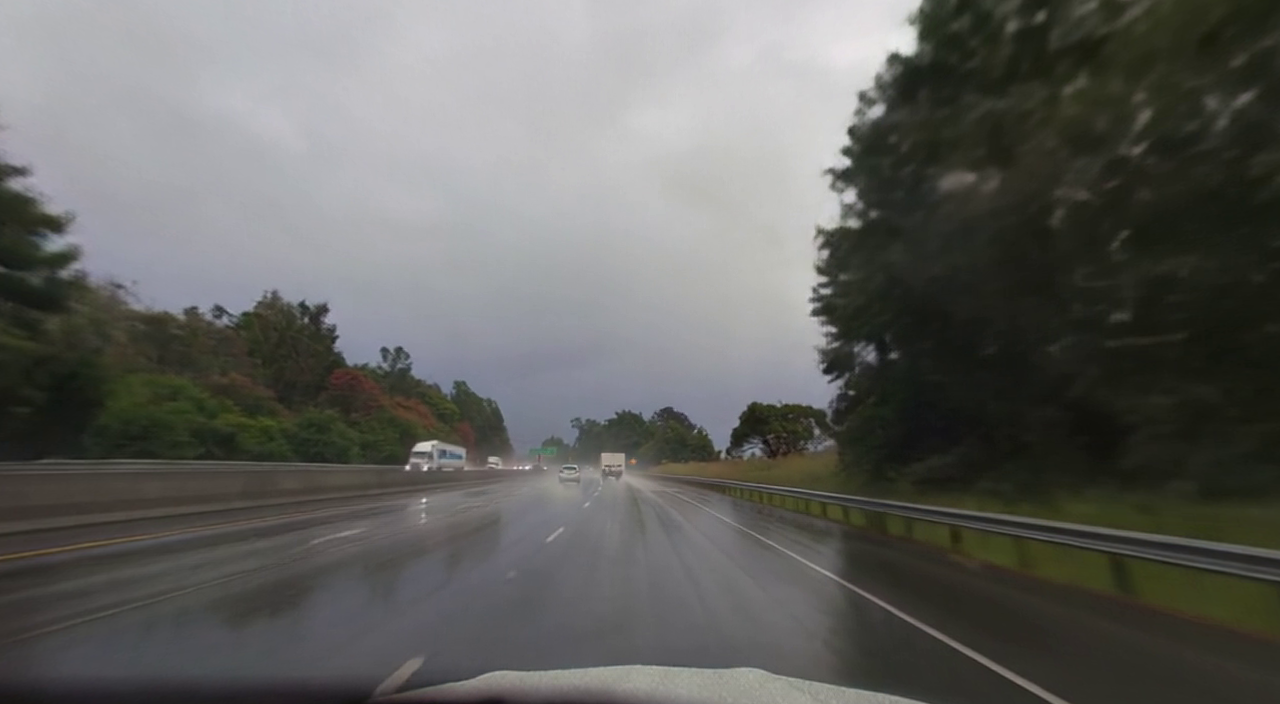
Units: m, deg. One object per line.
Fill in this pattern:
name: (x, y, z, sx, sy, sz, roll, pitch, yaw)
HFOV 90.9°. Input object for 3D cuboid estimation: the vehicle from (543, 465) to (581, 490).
vehicle: (-5.149, 8.384, 42.354, 2.115, 1.546, 4.638, 1, -10, -2)
